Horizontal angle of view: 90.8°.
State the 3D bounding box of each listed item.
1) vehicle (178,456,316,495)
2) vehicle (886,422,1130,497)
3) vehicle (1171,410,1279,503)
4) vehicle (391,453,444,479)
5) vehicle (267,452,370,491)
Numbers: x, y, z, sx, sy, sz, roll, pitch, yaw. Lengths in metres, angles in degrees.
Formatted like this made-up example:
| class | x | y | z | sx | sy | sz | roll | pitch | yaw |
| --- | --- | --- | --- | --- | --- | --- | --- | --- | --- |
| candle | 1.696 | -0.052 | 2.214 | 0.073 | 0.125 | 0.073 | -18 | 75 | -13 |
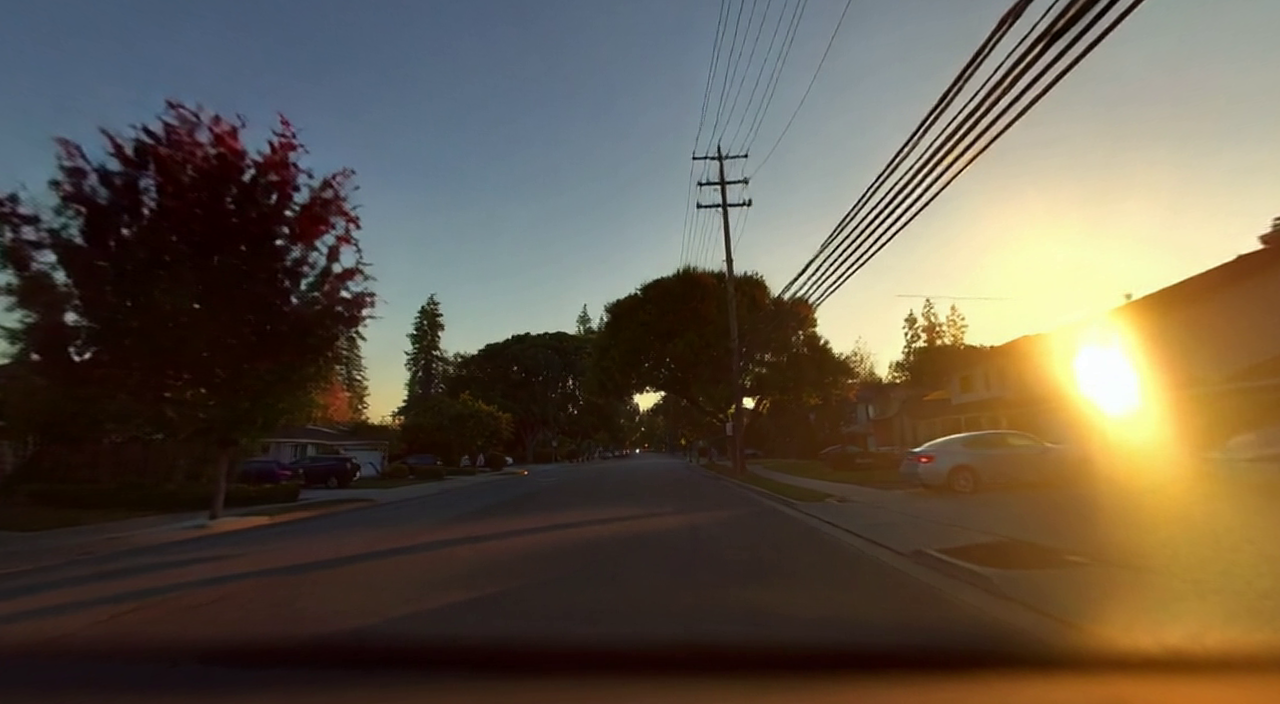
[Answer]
| class | x | y | z | sx | sy | sz | roll | pitch | yaw |
| --- | --- | --- | --- | --- | --- | --- | --- | --- | --- |
| vehicle | -16.586 | 5.212 | 26.854 | 4.519 | 1.508 | 2.018 | 0 | -9 | 2 |
| vehicle | 9.266 | 2.748 | 16.296 | 4.952 | 1.775 | 2.089 | 0 | -9 | -1 |
| vehicle | 12.987 | 1.953 | 11.902 | 4.122 | 1.610 | 1.888 | 0 | -9 | 2 |
| vehicle | -15.109 | 7.755 | 43.119 | 1.816 | 1.614 | 4.866 | 0 | -9 | 0 |
| vehicle | -15.436 | 5.730 | 30.398 | 4.265 | 1.583 | 1.913 | -5 | -9 | 17 |
